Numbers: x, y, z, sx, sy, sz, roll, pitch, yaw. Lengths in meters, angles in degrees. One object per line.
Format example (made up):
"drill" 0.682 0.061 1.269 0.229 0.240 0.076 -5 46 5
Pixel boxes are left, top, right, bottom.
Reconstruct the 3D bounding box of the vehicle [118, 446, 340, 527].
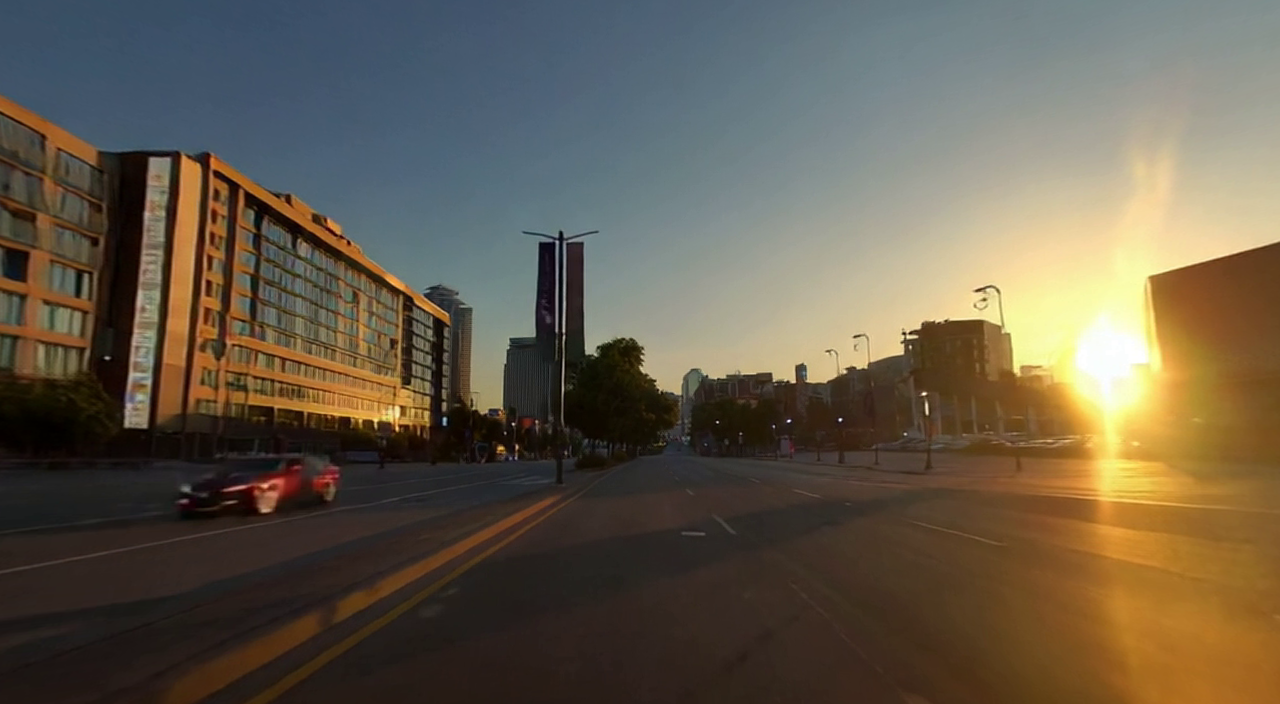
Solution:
"vehicle" -8.642 2.812 13.841 1.866 1.463 4.378 0 -9 1
